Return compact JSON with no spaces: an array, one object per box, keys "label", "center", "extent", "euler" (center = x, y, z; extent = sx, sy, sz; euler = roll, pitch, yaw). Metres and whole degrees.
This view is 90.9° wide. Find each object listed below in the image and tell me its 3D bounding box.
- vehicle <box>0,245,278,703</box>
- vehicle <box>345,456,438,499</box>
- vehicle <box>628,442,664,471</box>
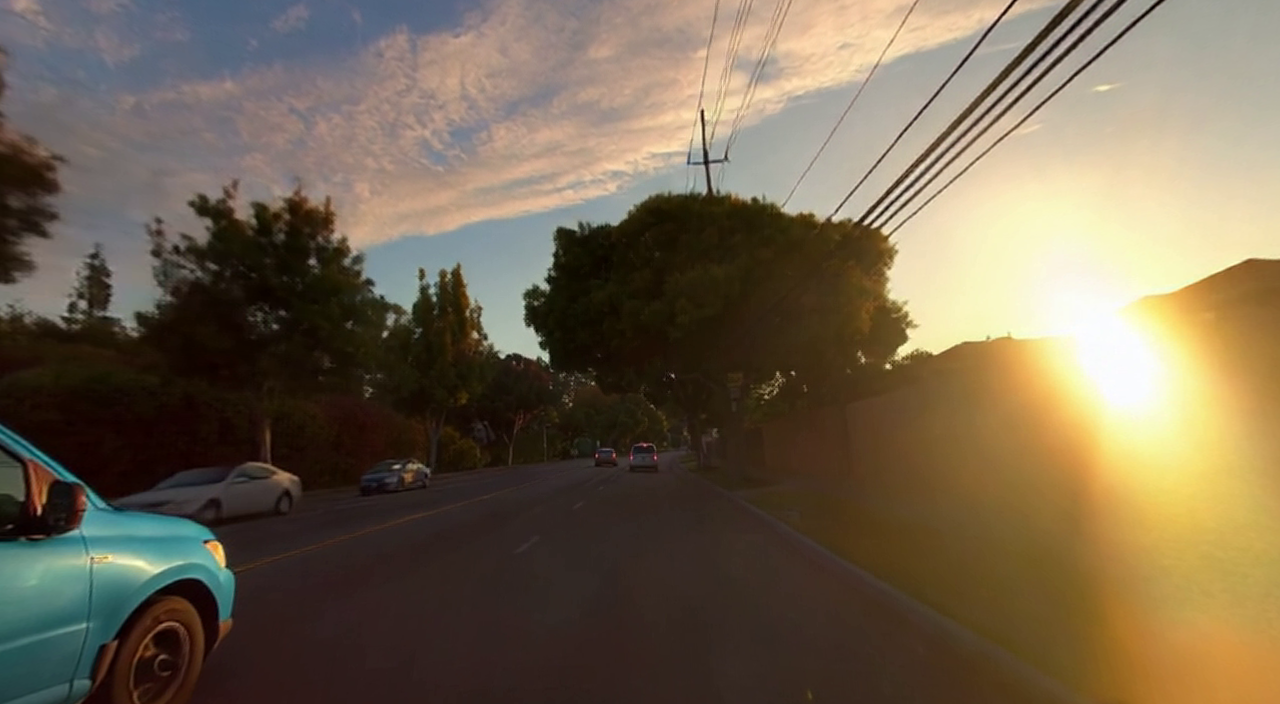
[{"label":"vehicle","center":[-3.541,0.499,1.024],"extent":[2.336,2.152,5.866],"euler":[0,-9,1]},{"label":"vehicle","center":[-9.991,5.065,25.761],"extent":[2.005,1.471,4.330],"euler":[-3,-9,1]},{"label":"vehicle","center":[0.393,6.544,39.603],"extent":[2.120,1.718,3.909],"euler":[0,-9,1]}]
